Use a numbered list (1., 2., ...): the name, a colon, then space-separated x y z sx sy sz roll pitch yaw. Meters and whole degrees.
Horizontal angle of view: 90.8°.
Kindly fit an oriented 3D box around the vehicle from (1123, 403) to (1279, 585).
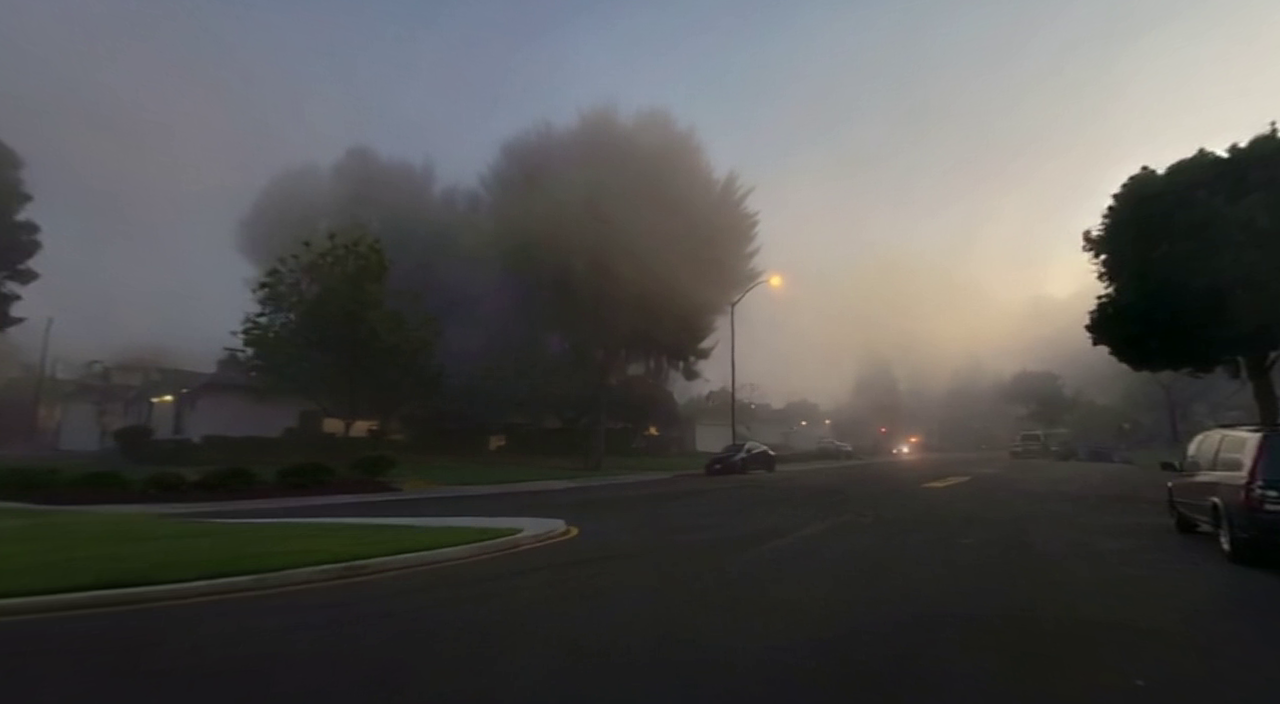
1. vehicle: 8.093 1.732 8.367 2.154 1.855 4.689 -5 -10 32

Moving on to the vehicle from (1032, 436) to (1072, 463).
1. vehicle: 30.435 7.207 46.813 2.051 1.925 4.625 -5 -10 29

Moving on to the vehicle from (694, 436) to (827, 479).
1. vehicle: 4.623 4.118 24.778 4.750 1.559 1.928 0 -9 -2
